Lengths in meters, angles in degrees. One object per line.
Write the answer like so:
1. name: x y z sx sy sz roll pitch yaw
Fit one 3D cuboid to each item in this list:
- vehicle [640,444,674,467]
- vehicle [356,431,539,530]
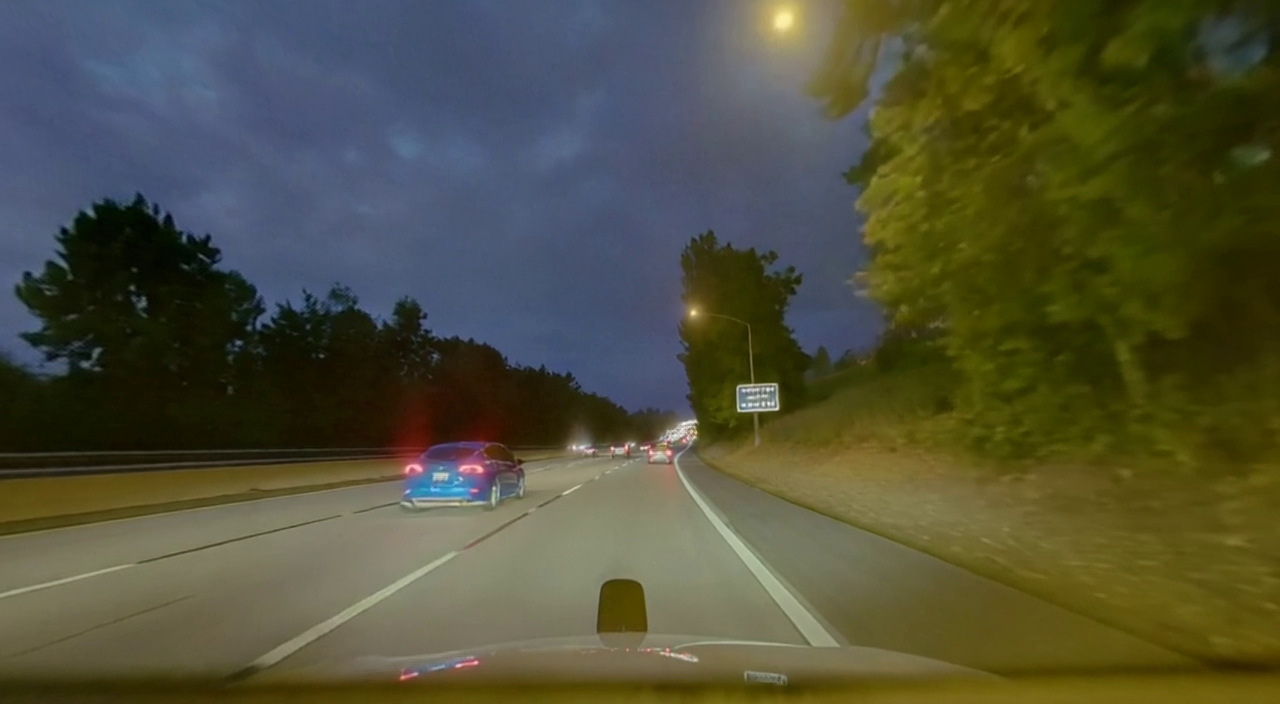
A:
1. vehicle: 1.171 6.783 41.539 2.113 1.464 4.073 0 -8 3
2. vehicle: -3.371 2.341 12.141 2.024 1.531 4.431 0 -8 1
